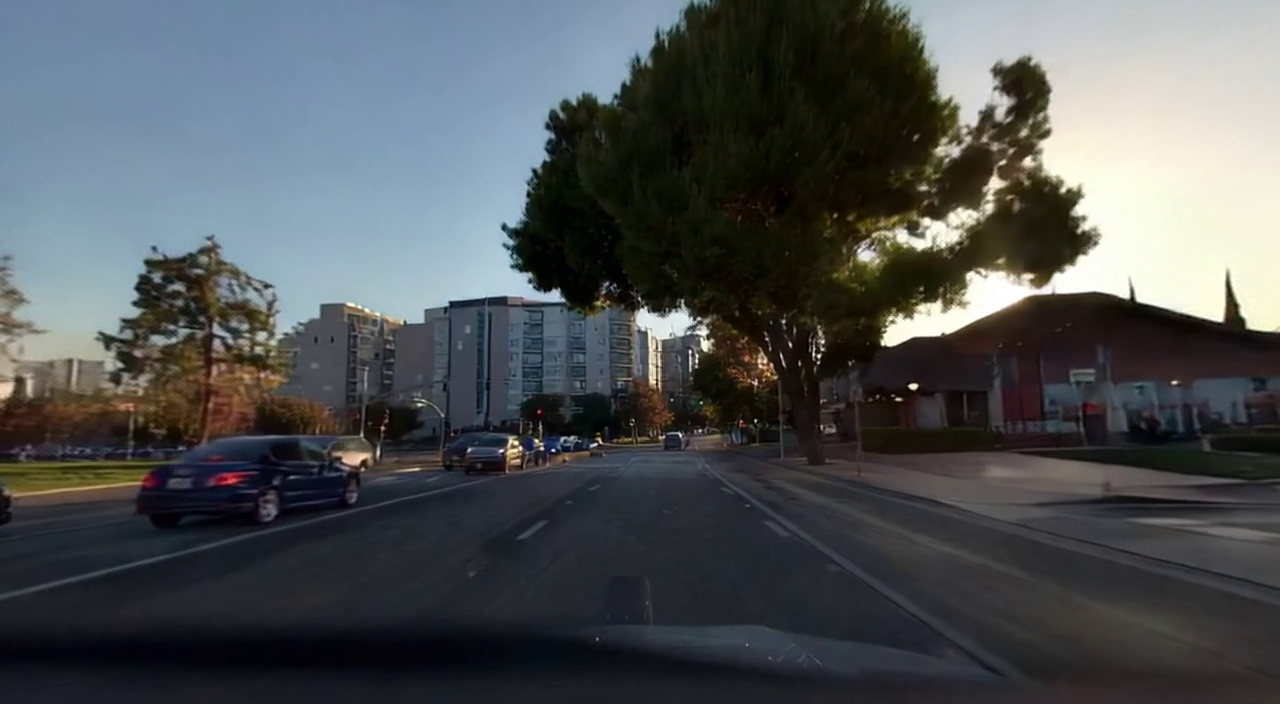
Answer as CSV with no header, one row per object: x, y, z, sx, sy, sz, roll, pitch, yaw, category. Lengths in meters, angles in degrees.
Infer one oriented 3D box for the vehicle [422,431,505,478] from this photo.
-6.622,3.894,24.108,1.870,1.616,3.765,0,-8,3,vehicle

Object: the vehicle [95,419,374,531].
-6.784,2.096,11.328,1.988,1.597,4.404,0,-8,1,vehicle

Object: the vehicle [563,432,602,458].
-4.294,7.061,47.935,2.111,1.864,4.932,-1,-8,5,vehicle

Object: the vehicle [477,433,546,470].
-6.057,4.765,30.312,2.121,1.630,4.642,0,-8,3,vehicle

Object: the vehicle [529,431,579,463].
-5.206,5.842,38.826,1.951,1.809,4.917,-1,-8,5,vehicle

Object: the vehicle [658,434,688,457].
2.584,7.151,48.440,2.197,1.682,3.642,-1,-8,5,vehicle
